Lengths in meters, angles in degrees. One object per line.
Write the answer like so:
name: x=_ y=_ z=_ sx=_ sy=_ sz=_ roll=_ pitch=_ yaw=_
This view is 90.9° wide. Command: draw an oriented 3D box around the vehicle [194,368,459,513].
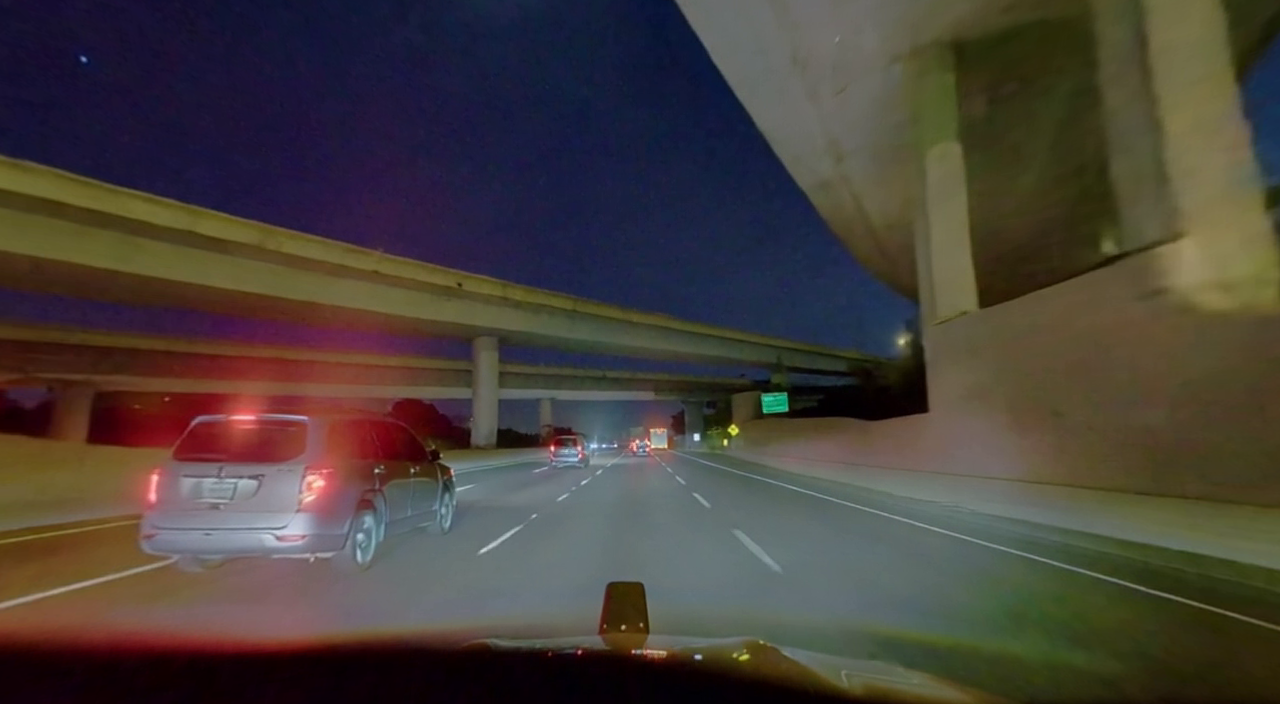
vehicle: x=-7.498 y=2.419 z=16.796 sx=2.872 sy=2.890 sz=7.923 roll=1 pitch=-9 yaw=0

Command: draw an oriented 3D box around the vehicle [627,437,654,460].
vehicle: x=0.007 y=7.599 z=49.695 sx=2.052 sy=1.711 sz=4.223 roll=0 pitch=-9 yaw=-1

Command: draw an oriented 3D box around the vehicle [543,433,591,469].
vehicle: x=-4.202 y=5.803 z=37.037 sx=2.147 sy=1.918 sz=4.834 roll=0 pitch=-9 yaw=1
